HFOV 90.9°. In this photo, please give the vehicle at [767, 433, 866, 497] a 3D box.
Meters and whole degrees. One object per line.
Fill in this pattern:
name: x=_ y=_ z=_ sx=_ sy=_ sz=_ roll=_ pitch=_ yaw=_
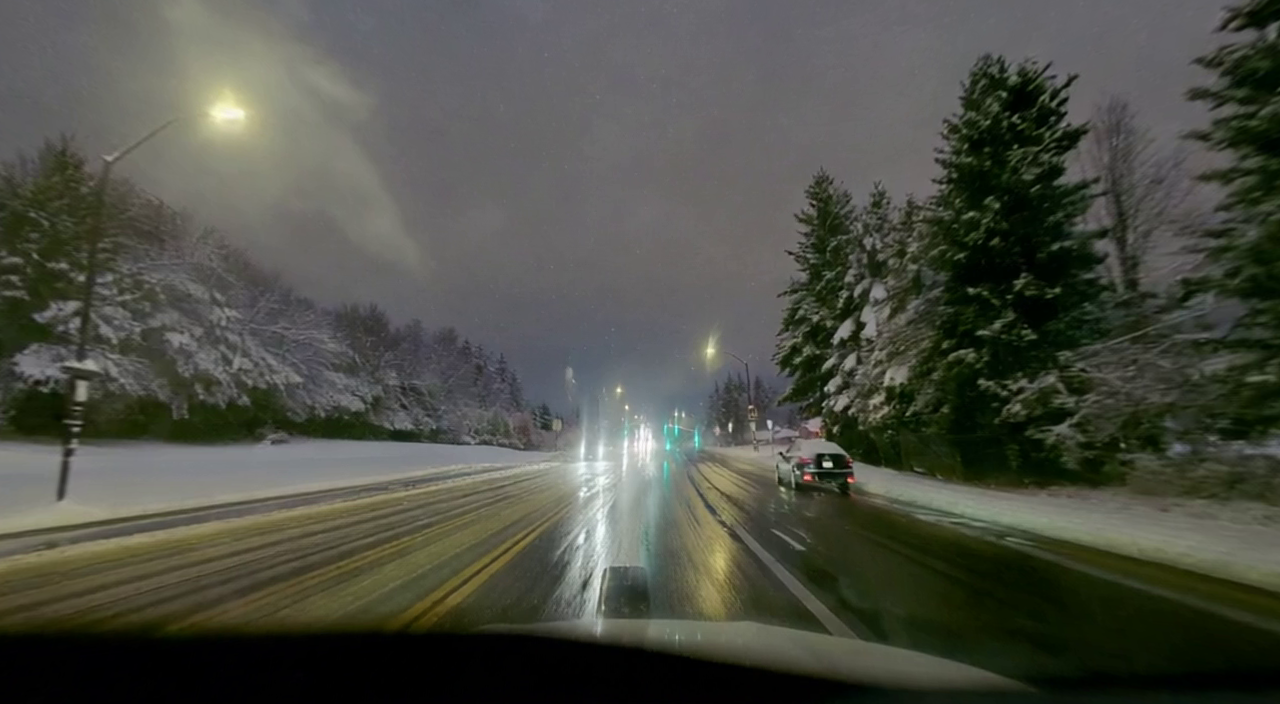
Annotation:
vehicle: x=5.497 y=3.555 z=20.180 sx=2.068 sy=1.688 sz=4.442 roll=3 pitch=-9 yaw=3
